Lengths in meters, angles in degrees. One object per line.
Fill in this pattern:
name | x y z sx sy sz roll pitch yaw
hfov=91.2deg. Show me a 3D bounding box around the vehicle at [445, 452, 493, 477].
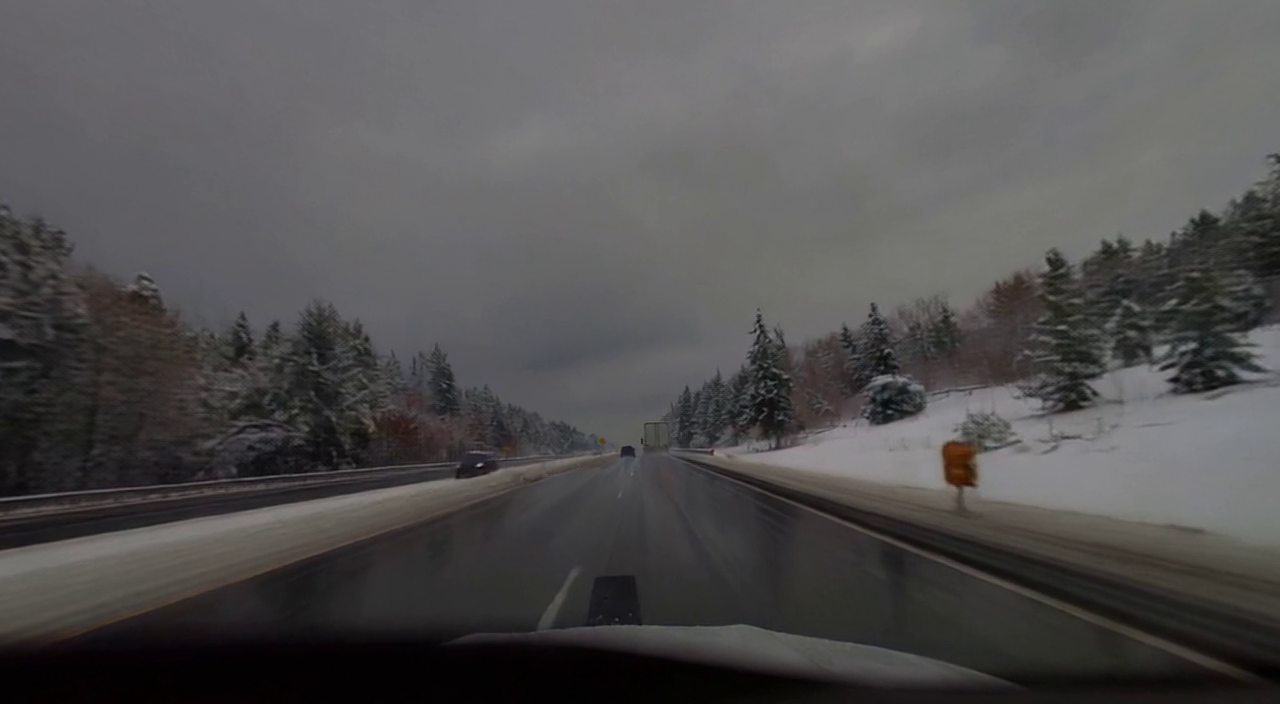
vehicle | -11.494 7.567 42.376 1.955 1.524 4.390 0 -9 1
